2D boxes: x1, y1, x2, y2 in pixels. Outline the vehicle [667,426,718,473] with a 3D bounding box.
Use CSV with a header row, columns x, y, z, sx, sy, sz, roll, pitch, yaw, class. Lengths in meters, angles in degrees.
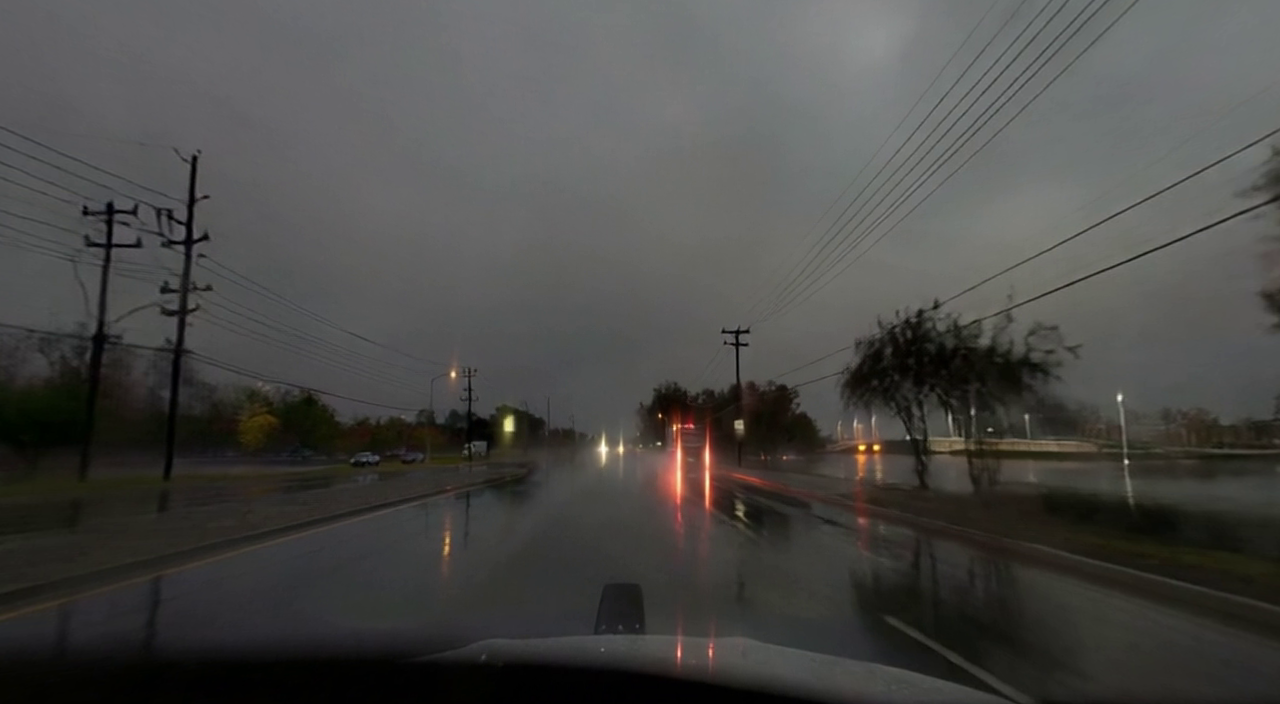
x,y,z,sx,sy,sz,roll,pitch,yaw,class
3.448,6.678,43.295,2.706,2.880,7.117,0,-8,-2,vehicle
